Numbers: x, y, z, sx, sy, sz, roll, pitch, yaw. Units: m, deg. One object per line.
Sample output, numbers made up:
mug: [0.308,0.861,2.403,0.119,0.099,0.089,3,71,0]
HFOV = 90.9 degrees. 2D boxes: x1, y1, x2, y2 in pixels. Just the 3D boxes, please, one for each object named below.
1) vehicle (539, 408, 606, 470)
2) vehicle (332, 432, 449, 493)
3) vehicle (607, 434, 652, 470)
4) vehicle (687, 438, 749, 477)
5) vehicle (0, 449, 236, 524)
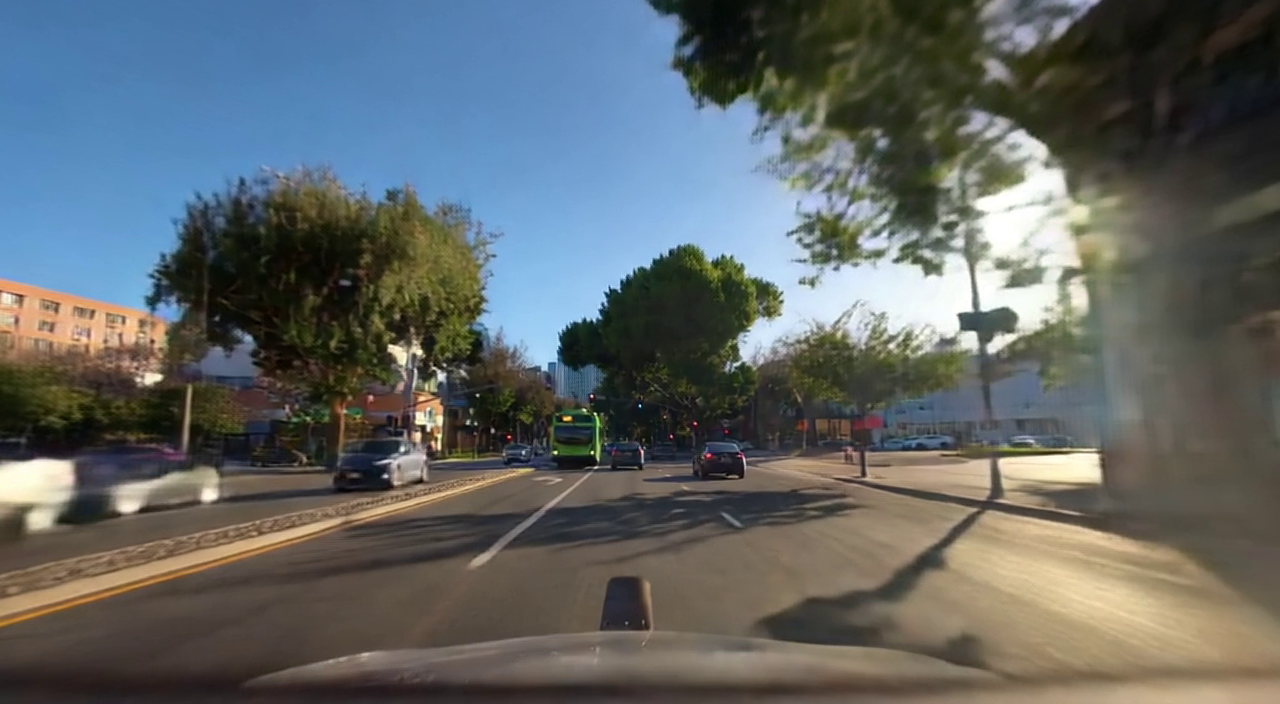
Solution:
vehicle: [-3.887,5.547,40.072,3.018,3.217,13.998,0,-8,-1]
vehicle: [-8.411,3.745,21.855,2.154,1.832,4.820,0,-8,-1]
vehicle: [-0.625,5.447,34.596,2.301,1.837,4.411,0,-8,-2]
vehicle: [3.267,4.506,27.280,2.046,1.540,3.883,0,-8,-2]
vehicle: [-12.146,3.086,15.098,1.877,1.431,4.621,0,-8,-1]
